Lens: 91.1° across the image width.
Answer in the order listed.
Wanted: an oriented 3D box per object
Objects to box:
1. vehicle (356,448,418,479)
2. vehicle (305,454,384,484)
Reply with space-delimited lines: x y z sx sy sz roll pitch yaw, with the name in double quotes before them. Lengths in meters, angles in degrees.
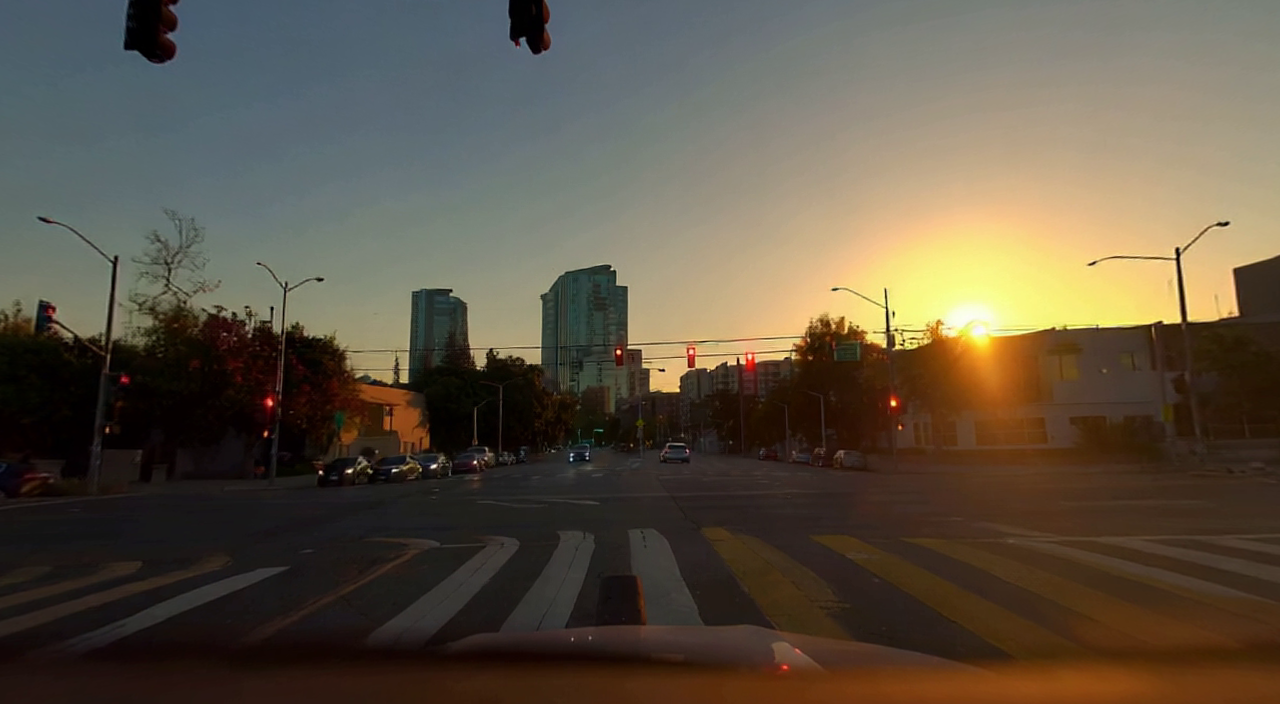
"vehicle" -16.185 7.106 40.447 1.960 1.819 5.018 0 -9 -1
"vehicle" -16.095 6.369 34.500 2.055 1.506 4.663 0 -9 0
